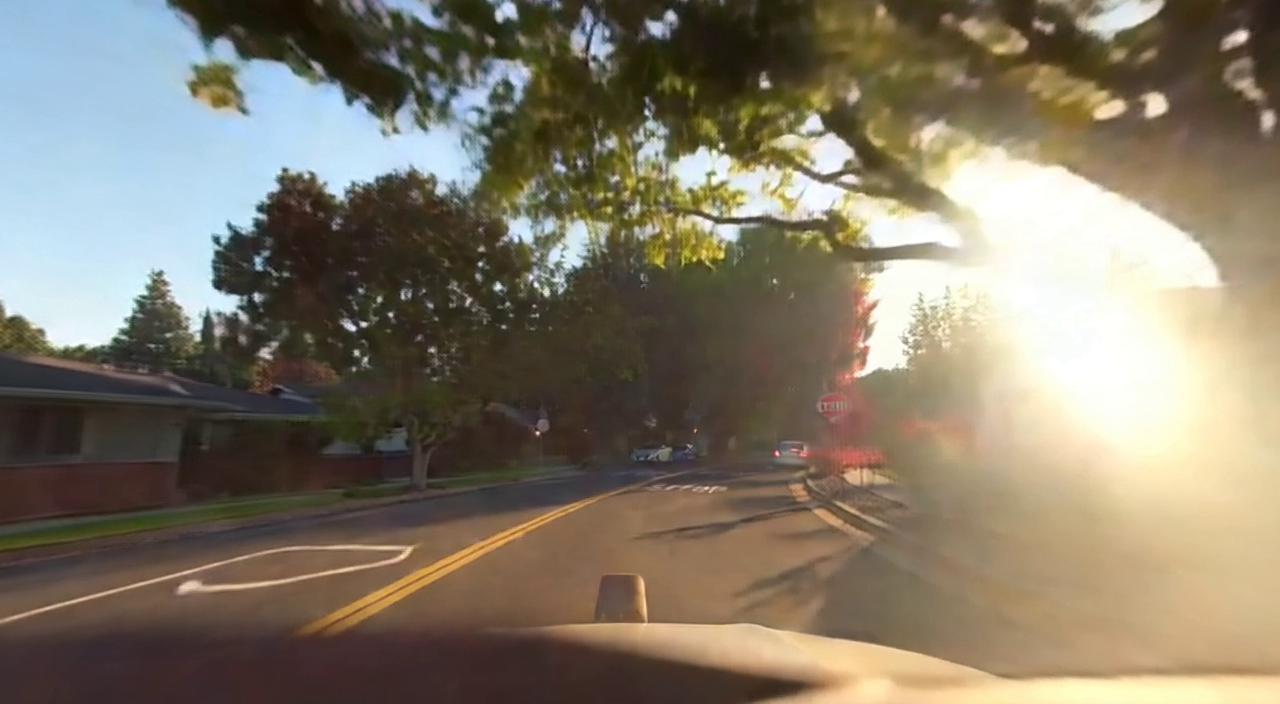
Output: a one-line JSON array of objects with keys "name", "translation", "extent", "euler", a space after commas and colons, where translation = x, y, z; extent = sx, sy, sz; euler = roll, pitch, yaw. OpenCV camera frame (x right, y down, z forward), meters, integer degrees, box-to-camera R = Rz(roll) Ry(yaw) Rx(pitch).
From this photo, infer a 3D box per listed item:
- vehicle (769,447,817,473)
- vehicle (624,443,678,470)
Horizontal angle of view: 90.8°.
[{"name": "vehicle", "translation": [9.287, 6.464, 38.039], "extent": [2.045, 1.478, 4.914], "euler": [-4, -9, 21]}, {"name": "vehicle", "translation": [0.826, 7.161, 43.379], "extent": [2.030, 1.696, 4.828], "euler": [-4, -10, 24]}]
